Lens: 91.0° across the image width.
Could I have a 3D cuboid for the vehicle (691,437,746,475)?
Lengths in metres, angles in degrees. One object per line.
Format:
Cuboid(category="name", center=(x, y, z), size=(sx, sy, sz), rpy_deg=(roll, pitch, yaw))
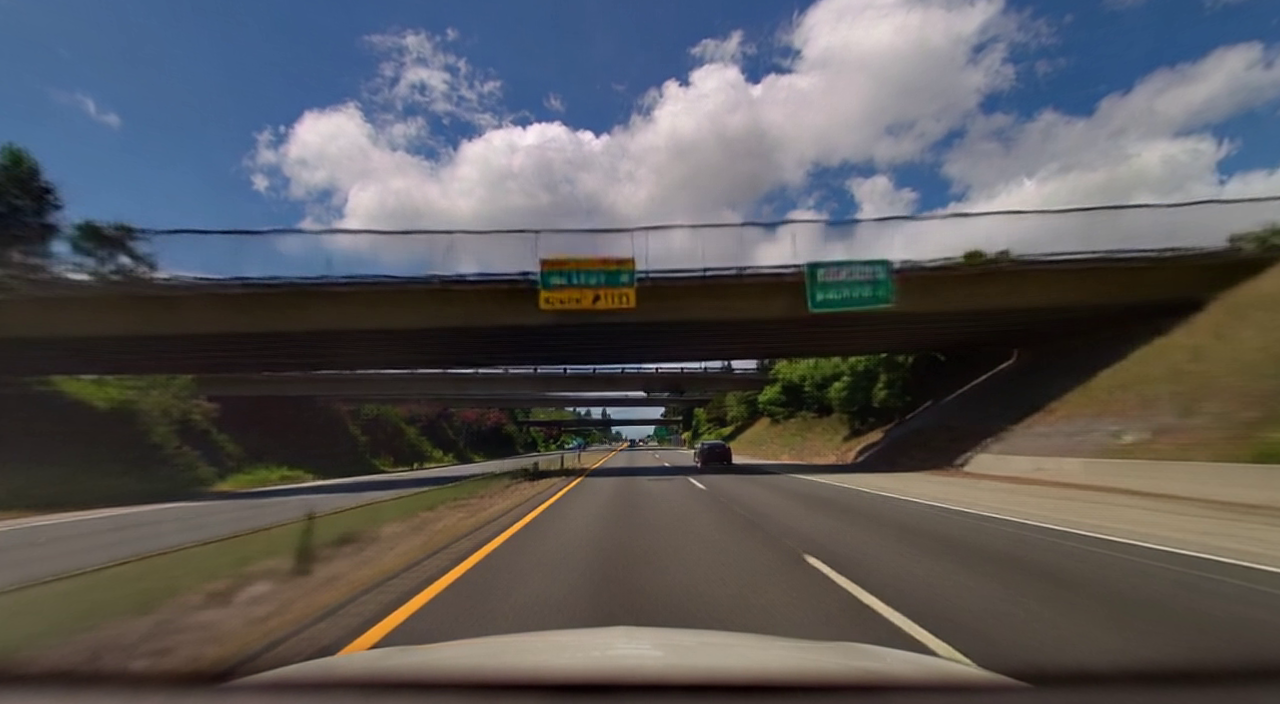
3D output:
Cuboid(category="vehicle", center=(3.276, 4.397, 26.914), size=(1.781, 1.470, 3.540), rpy_deg=(0, -8, -2))
